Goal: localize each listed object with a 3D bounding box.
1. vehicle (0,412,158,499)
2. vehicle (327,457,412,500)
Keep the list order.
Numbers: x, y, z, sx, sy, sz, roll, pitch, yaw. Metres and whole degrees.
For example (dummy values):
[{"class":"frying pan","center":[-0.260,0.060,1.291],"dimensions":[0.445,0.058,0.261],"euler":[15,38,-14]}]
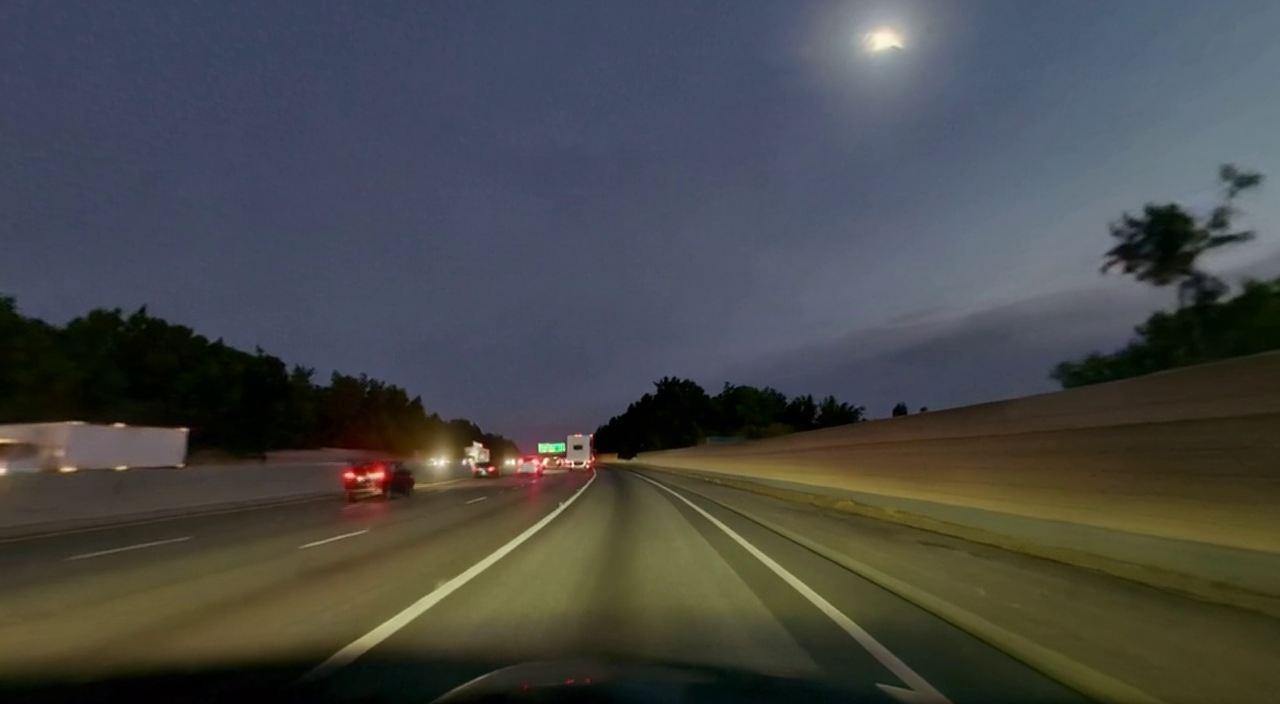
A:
[{"class":"vehicle","center":[-25.195,4.420,27.317],"dimensions":[2.618,3.213,7.693],"euler":[0,-9,-2]},{"class":"vehicle","center":[-12.501,5.844,29.514],"dimensions":[2.005,1.774,4.610],"euler":[0,-9,-1]}]
